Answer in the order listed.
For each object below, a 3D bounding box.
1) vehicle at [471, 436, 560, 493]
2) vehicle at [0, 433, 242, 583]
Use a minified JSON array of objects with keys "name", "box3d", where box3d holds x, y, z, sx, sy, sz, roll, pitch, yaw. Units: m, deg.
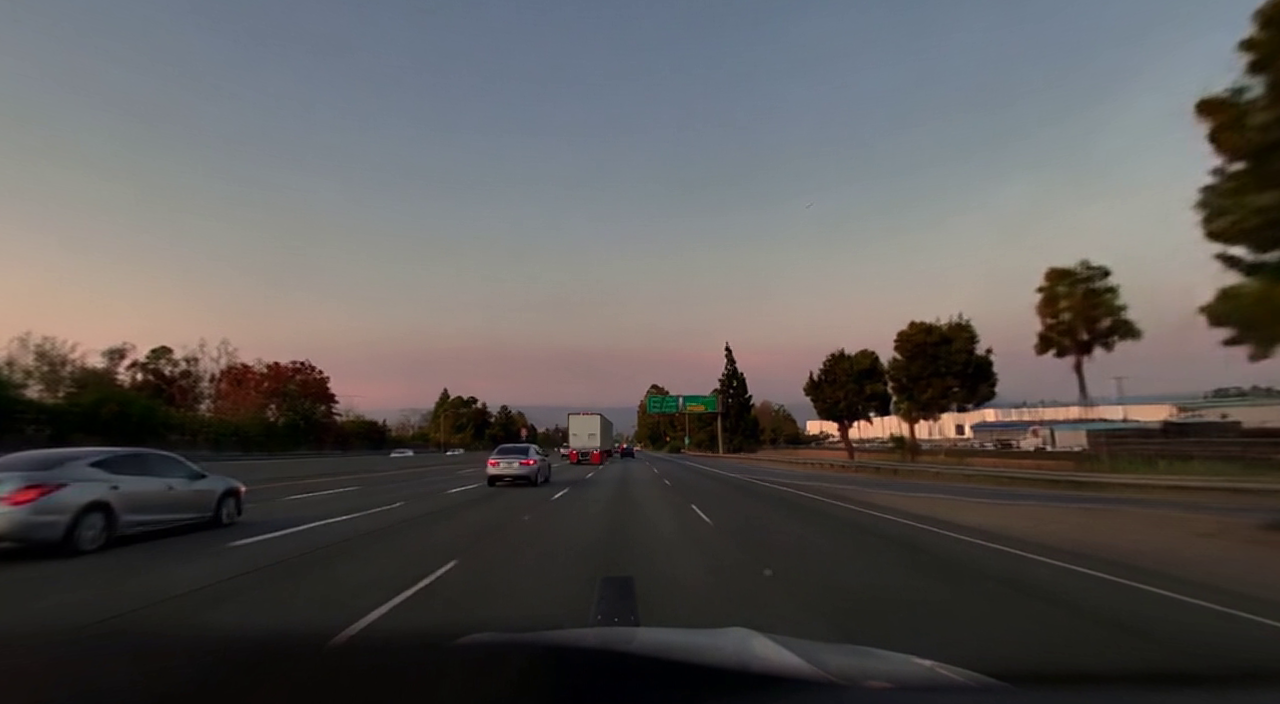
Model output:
[{"name":"vehicle","box3d":[-3.932,3.618,20.641,2.033,1.669,4.112,0,-9,0]},{"name":"vehicle","box3d":[-7.420,1.799,7.857,2.026,1.477,4.467,0,-9,0]}]
